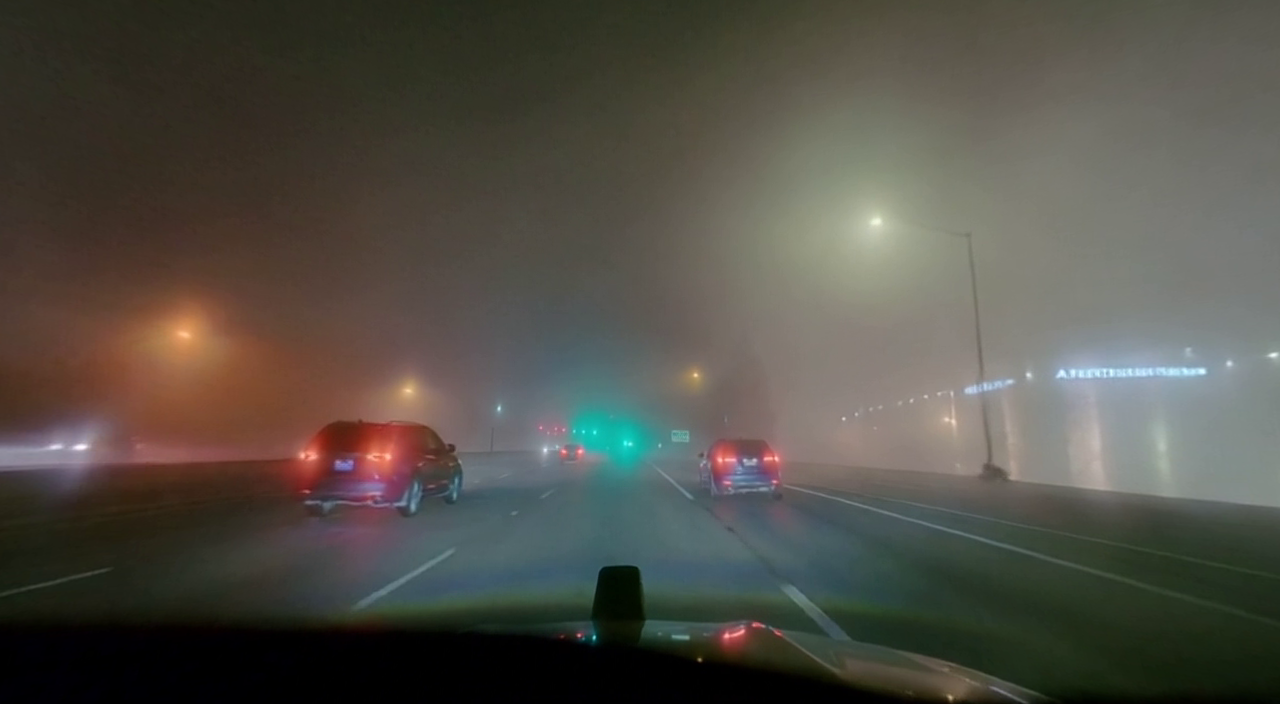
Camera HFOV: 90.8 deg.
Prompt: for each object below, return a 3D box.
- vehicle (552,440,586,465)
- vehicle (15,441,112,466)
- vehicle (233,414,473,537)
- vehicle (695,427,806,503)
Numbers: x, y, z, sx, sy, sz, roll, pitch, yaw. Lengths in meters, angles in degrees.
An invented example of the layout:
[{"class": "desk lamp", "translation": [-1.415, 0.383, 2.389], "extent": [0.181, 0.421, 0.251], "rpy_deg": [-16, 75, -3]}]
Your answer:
[{"class": "vehicle", "translation": [-5.268, 7.571, 47.675], "extent": [2.160, 1.794, 4.646], "rpy_deg": [0, -8, -2]}, {"class": "vehicle", "translation": [-35.186, 6.183, 38.733], "extent": [1.825, 1.450, 4.300], "rpy_deg": [0, -8, 1]}, {"class": "vehicle", "translation": [-4.804, 2.144, 11.607], "extent": [2.176, 1.779, 4.755], "rpy_deg": [0, -8, 0]}, {"class": "vehicle", "translation": [2.672, 2.861, 16.409], "extent": [1.997, 1.686, 4.247], "rpy_deg": [0, -8, -2]}]
